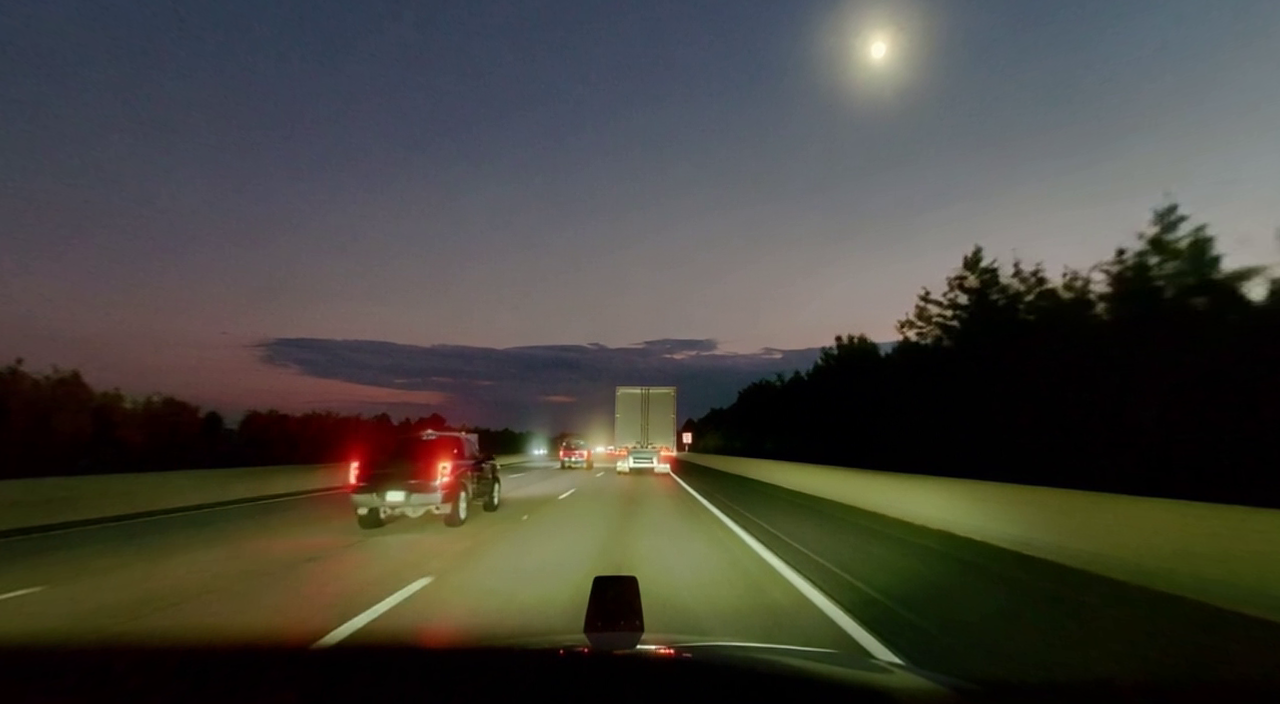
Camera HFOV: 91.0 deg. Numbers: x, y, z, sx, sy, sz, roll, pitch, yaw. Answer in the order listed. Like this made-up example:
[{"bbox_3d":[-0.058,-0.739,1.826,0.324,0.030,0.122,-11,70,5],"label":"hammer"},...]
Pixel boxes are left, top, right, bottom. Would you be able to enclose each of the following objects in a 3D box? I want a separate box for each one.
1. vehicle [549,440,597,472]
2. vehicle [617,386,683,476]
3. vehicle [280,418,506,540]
[{"bbox_3d":[-4.028,6.351,38.779,2.285,1.833,4.984,0,-9,1],"label":"vehicle"},{"bbox_3d":[0.394,4.491,34.714,3.052,4.132,11.336,0,-9,-1],"label":"vehicle"},{"bbox_3d":[-4.102,2.216,11.629,2.140,1.750,4.901,0,-9,1],"label":"vehicle"}]
